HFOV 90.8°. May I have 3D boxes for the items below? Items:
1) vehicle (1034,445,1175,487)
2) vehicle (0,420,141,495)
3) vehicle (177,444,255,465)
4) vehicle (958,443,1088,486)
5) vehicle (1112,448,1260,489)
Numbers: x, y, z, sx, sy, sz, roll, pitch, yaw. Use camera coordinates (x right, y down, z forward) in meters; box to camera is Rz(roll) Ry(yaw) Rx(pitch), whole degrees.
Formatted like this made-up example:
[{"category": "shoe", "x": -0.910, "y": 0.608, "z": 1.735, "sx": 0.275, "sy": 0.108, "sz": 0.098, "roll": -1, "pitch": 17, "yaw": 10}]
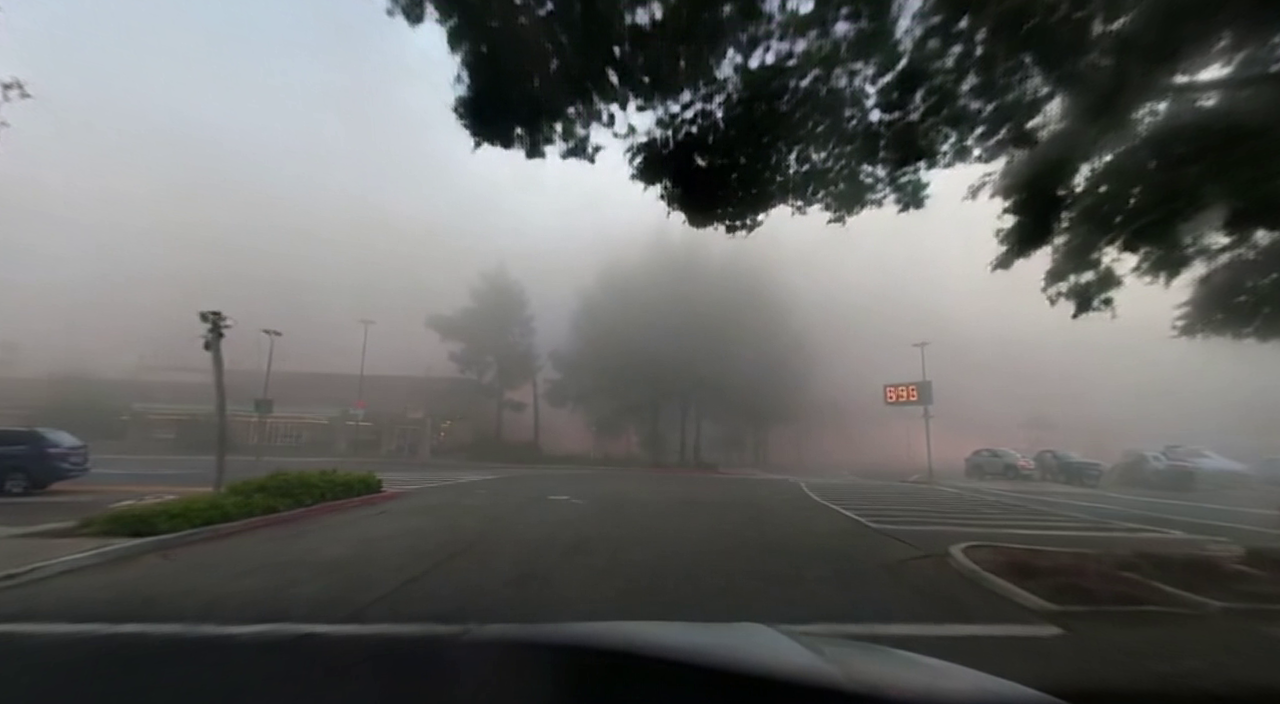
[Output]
[{"category": "vehicle", "x": 18.340, "y": 4.499, "z": 25.309, "sx": 1.804, "sy": 1.502, "sz": 4.815, "roll": 0, "pitch": -8, "yaw": -3}, {"category": "vehicle", "x": -15.769, "y": 2.667, "z": 16.088, "sx": 4.457, "sy": 1.794, "sz": 1.974, "roll": 5, "pitch": -10, "yaw": -32}, {"category": "vehicle", "x": -30.299, "y": 7.307, "z": 45.286, "sx": 4.431, "sy": 1.449, "sz": 1.808, "roll": 5, "pitch": -10, "yaw": -32}, {"category": "vehicle", "x": 15.087, "y": 4.440, "z": 25.324, "sx": 2.140, "sy": 1.507, "sz": 4.856, "roll": 0, "pitch": -9, "yaw": -1}, {"category": "vehicle", "x": 21.322, "y": 4.532, "z": 24.955, "sx": 1.861, "sy": 1.460, "sz": 4.329, "roll": 0, "pitch": -8, "yaw": -2}]
